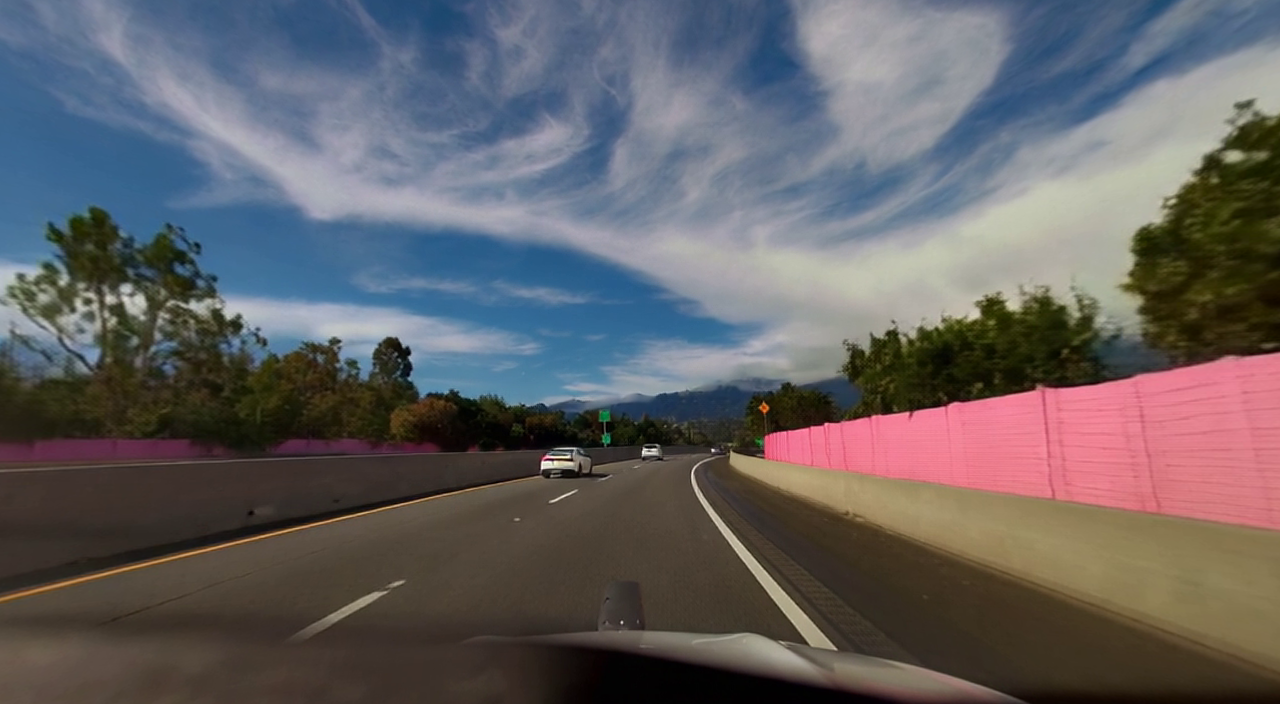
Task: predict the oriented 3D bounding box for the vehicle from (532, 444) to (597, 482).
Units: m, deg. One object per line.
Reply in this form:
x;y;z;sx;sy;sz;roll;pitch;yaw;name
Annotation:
-2.986;4.499;25.881;1.746;1.405;4.339;-1;-9;5;vehicle
